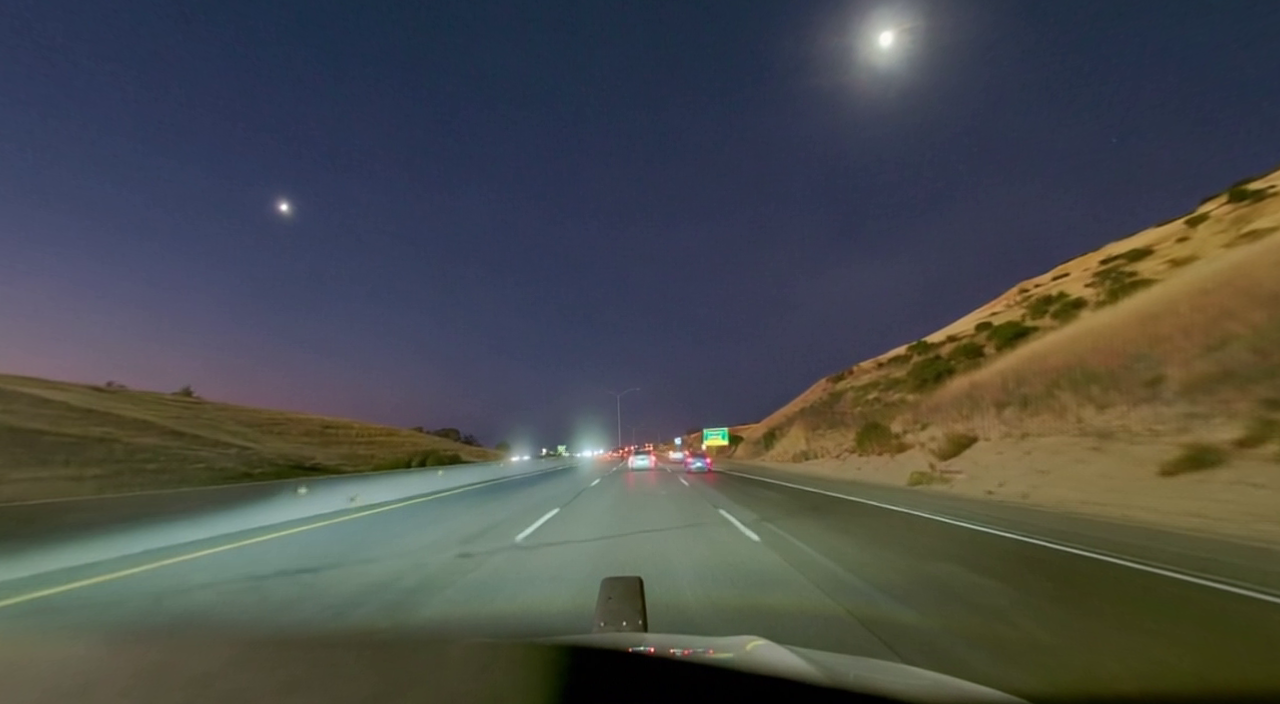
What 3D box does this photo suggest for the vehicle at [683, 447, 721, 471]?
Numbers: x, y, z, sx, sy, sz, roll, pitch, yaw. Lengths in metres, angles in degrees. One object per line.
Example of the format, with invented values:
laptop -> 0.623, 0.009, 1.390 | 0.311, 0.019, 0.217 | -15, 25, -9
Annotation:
vehicle -> 3.843, 6.672, 39.541 | 1.976, 1.352, 3.602 | 0, -8, 0

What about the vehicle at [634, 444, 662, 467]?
vehicle -> 0.554, 7.729, 47.241 | 1.986, 1.576, 4.312 | 0, -8, 0
